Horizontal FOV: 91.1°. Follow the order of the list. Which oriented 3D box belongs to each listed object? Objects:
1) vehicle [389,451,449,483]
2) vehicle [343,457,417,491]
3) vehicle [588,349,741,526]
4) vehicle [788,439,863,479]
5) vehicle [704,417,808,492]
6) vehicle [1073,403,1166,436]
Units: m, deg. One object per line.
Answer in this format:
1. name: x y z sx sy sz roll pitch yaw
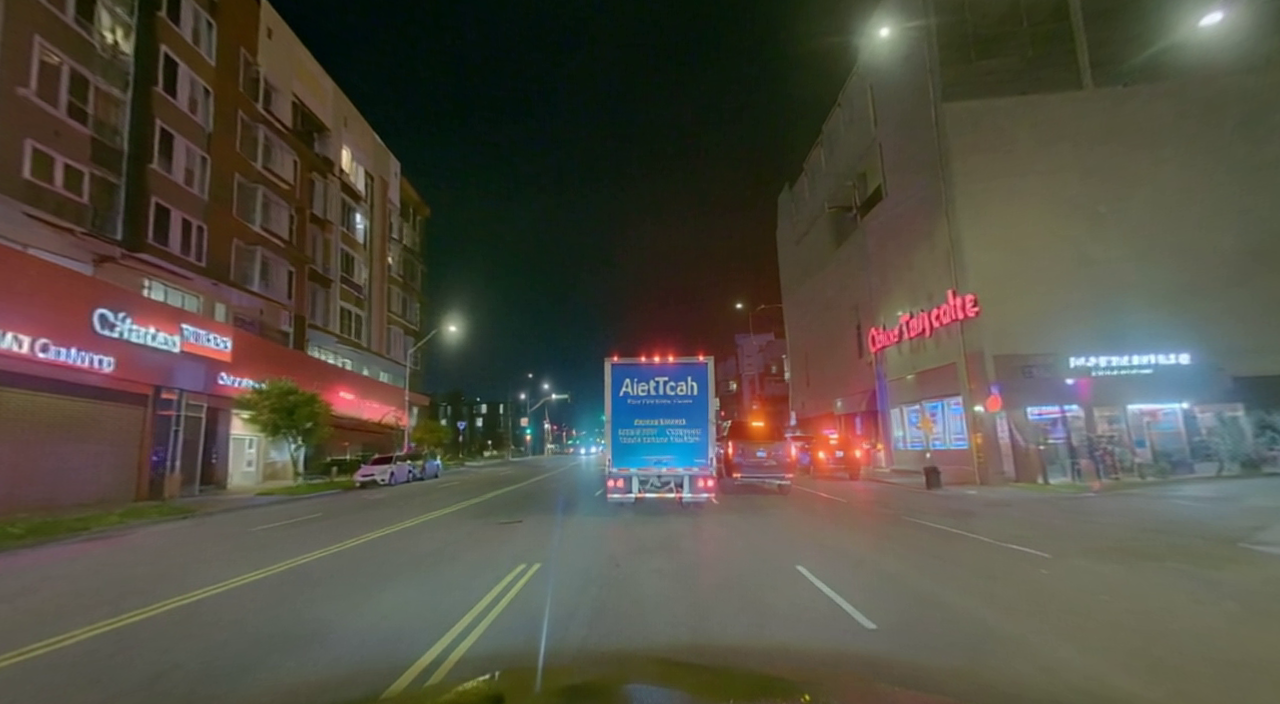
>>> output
1. vehicle: -13.103 6.812 37.500 1.943 1.682 4.365 0 -8 0
2. vehicle: -13.256 6.234 32.294 1.901 1.508 4.405 0 -8 0
3. vehicle: 0.293 1.847 13.539 2.517 2.926 6.177 0 -9 -2
4. vehicle: 7.791 4.539 26.819 1.951 1.548 4.290 0 -9 1
5. vehicle: 3.500 3.261 20.162 2.346 2.062 5.236 0 -8 0
6. vehicle: 26.031 3.739 34.251 1.811 1.623 3.921 1 -9 -3
